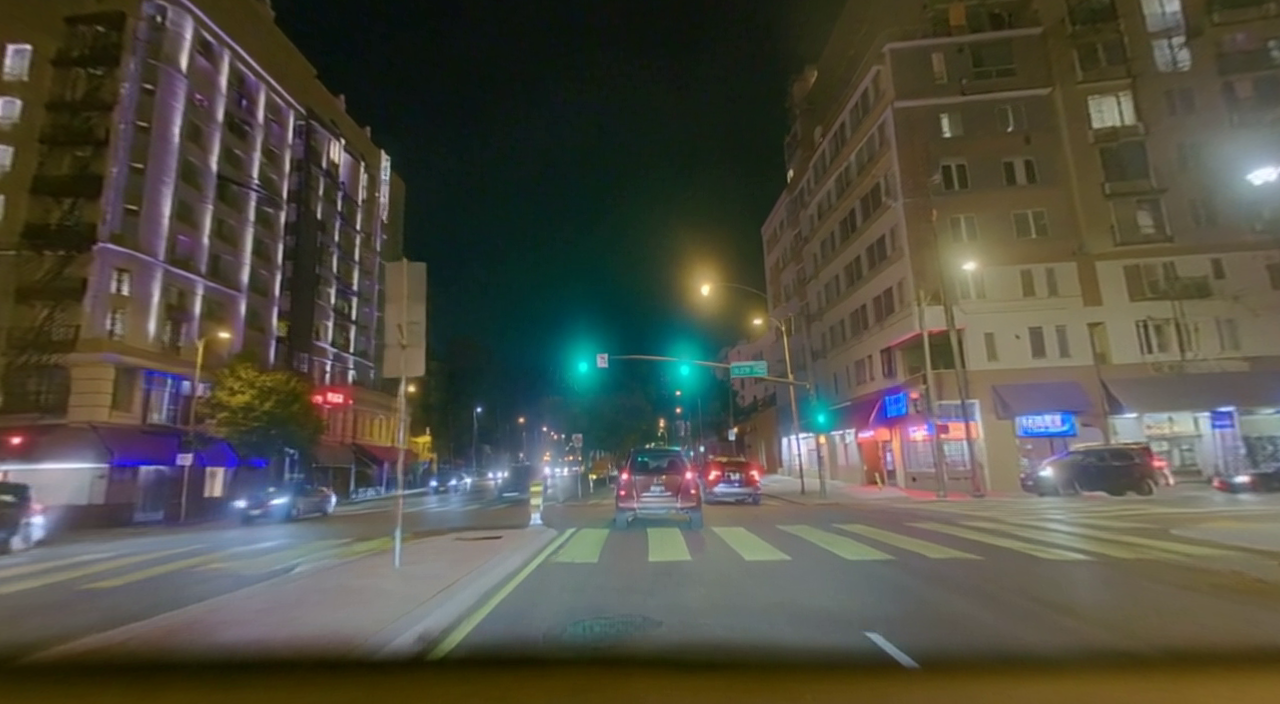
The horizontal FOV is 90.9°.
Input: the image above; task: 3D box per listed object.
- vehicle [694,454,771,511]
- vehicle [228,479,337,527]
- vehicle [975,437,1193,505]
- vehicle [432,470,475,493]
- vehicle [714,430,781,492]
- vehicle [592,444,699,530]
[{"bbox_3d":[3.129,4.496,22.153,1.939,1.746,4.091,0,-9,-2],"label":"vehicle"},{"bbox_3d":[-14.192,5.992,25.375,1.856,1.521,4.309,0,-9,0],"label":"vehicle"},{"bbox_3d":[13.994,3.770,20.236,5.156,2.005,2.122,-1,-9,6],"label":"vehicle"},{"bbox_3d":[-14.435,10.053,49.051,2.043,1.526,4.617,0,-9,-1],"label":"vehicle"},{"bbox_3d":[6.326,6.536,38.251,2.803,3.401,6.688,0,-9,0],"label":"vehicle"},{"bbox_3d":[0.093,3.128,15.186,2.209,1.748,4.130,0,-9,-1],"label":"vehicle"}]
